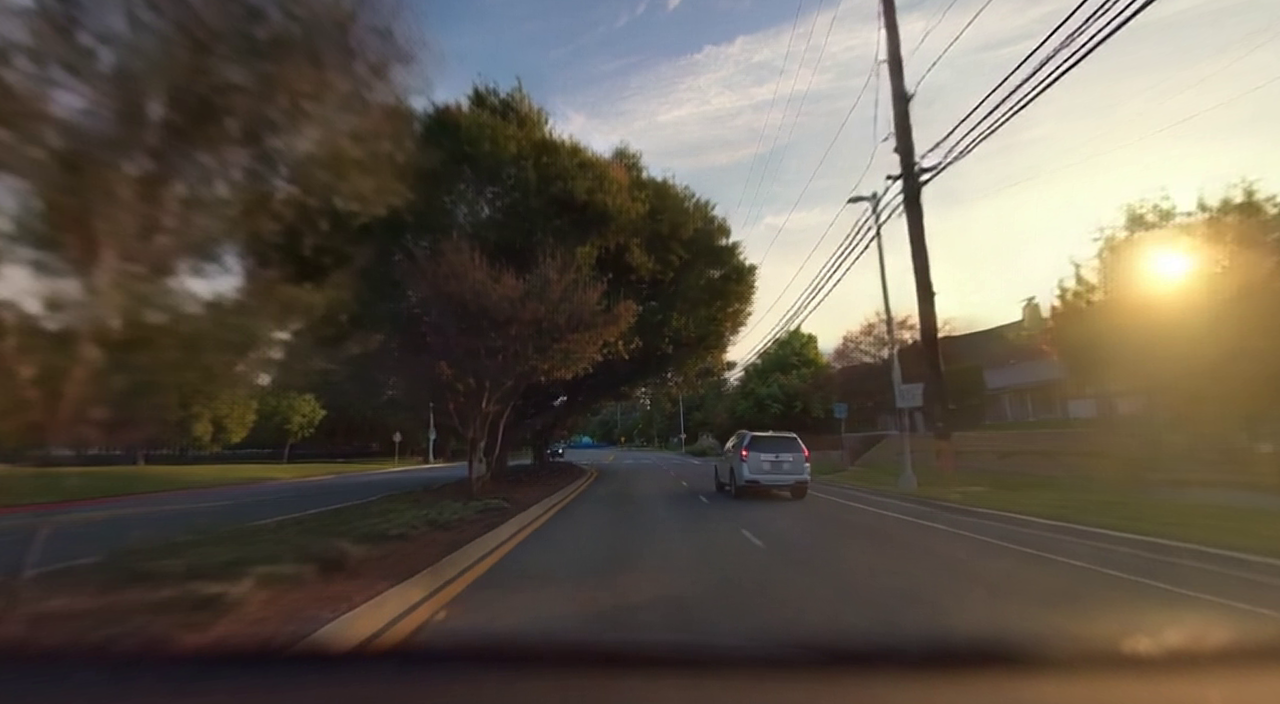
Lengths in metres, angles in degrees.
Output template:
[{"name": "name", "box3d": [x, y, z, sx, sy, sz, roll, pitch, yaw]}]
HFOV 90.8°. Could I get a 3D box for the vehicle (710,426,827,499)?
[{"name": "vehicle", "box3d": [3.440, 3.100, 18.078, 2.193, 1.777, 4.772, 0, -9, -2]}]
